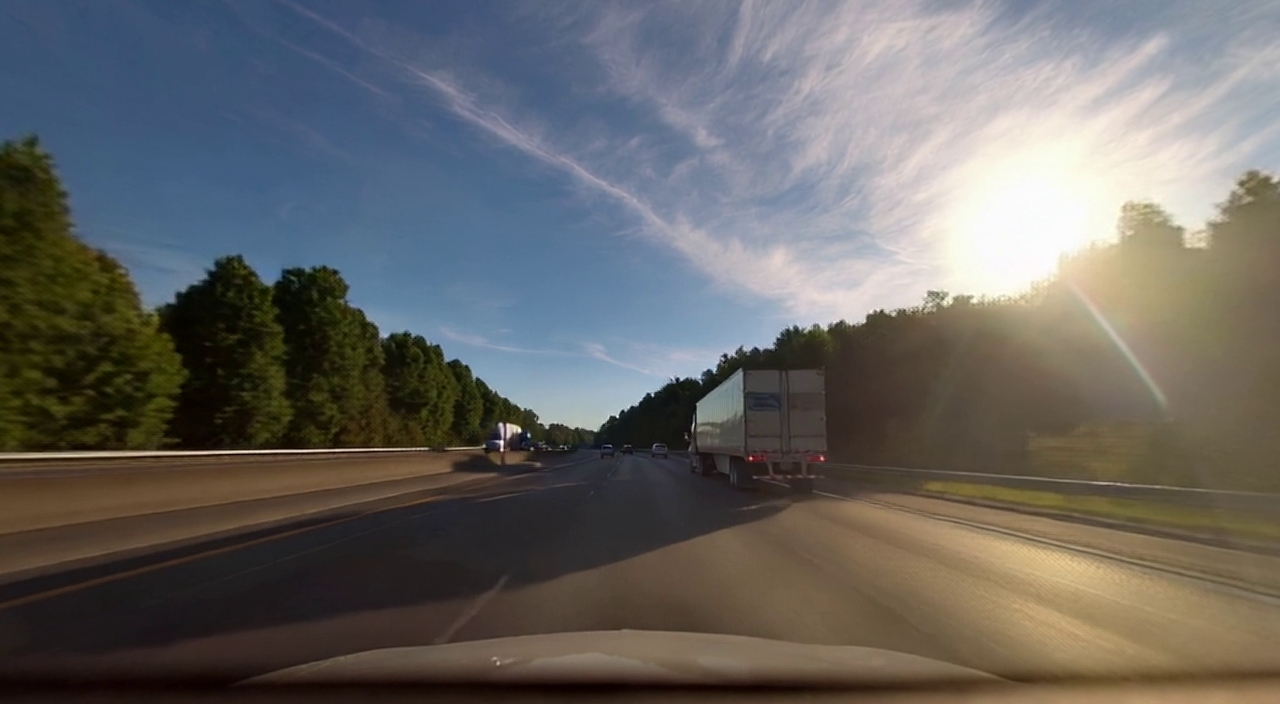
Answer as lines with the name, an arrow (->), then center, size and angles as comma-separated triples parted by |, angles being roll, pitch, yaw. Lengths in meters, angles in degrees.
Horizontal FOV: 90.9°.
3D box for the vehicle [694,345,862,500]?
vehicle -> 4.149, 2.842, 23.067 | 2.950, 4.033, 13.276 | 0, -9, -1
